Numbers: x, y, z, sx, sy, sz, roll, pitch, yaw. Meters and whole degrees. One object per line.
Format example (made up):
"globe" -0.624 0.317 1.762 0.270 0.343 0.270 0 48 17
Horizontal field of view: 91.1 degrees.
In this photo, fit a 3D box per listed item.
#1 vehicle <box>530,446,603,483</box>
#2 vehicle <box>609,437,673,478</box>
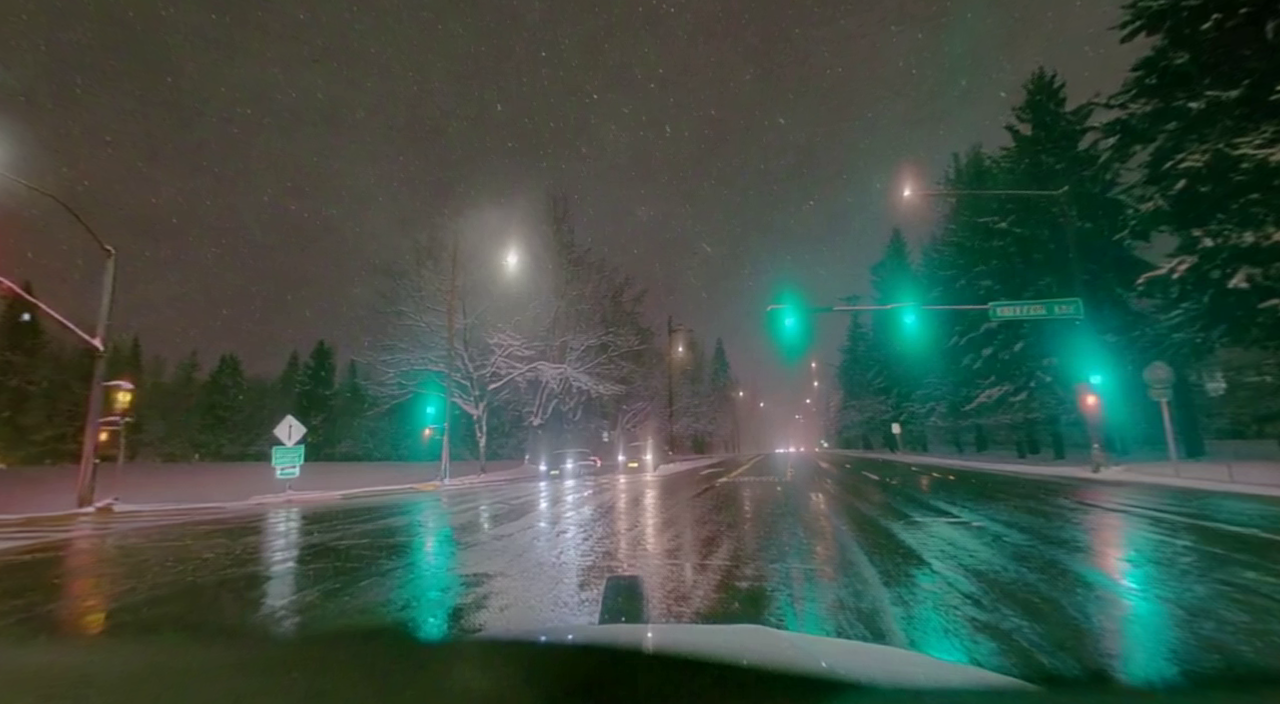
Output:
"vehicle" -3.161 4.970 28.020 2.029 1.504 4.293 -2 -9 11
"vehicle" 0.158 4.760 28.535 2.090 1.697 4.341 -2 -9 11
